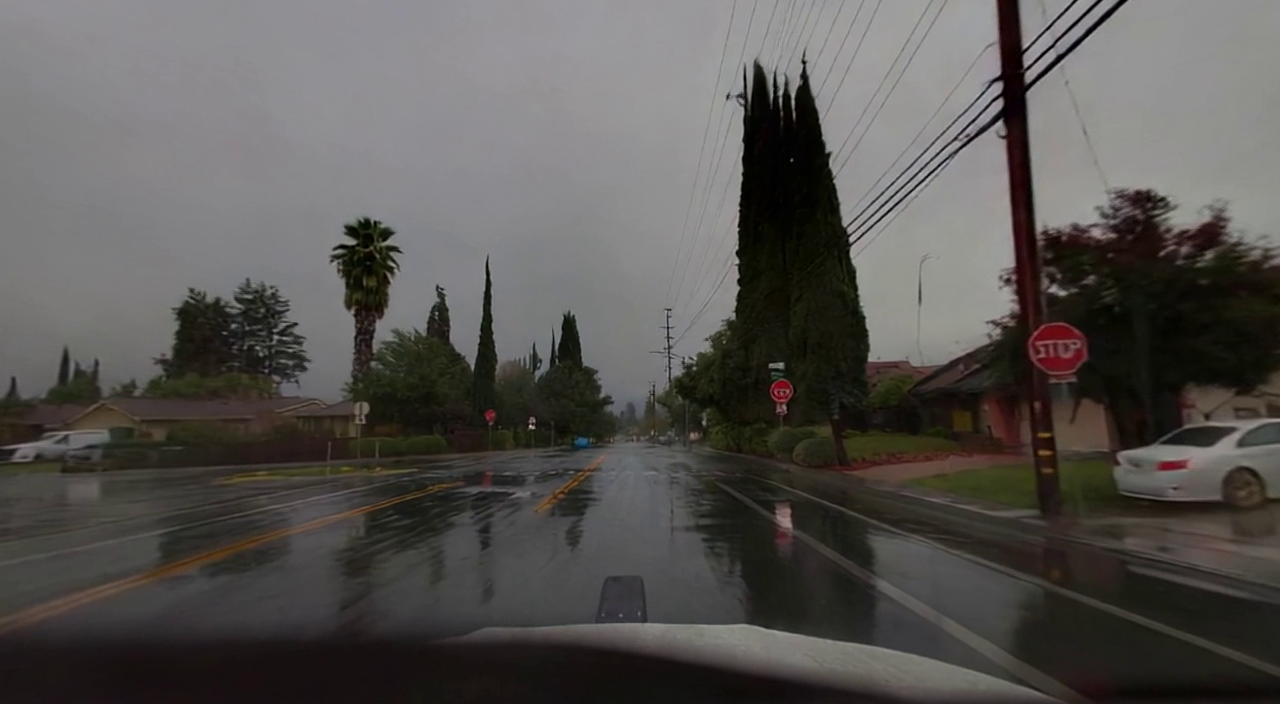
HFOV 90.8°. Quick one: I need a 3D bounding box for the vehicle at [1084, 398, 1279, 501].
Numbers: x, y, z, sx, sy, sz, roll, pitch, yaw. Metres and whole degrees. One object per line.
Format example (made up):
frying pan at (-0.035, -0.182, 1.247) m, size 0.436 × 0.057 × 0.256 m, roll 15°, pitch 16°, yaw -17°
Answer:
vehicle at (10.155, 1.568, 10.288) m, size 4.341 × 1.494 × 1.978 m, roll 0°, pitch -9°, yaw -1°
